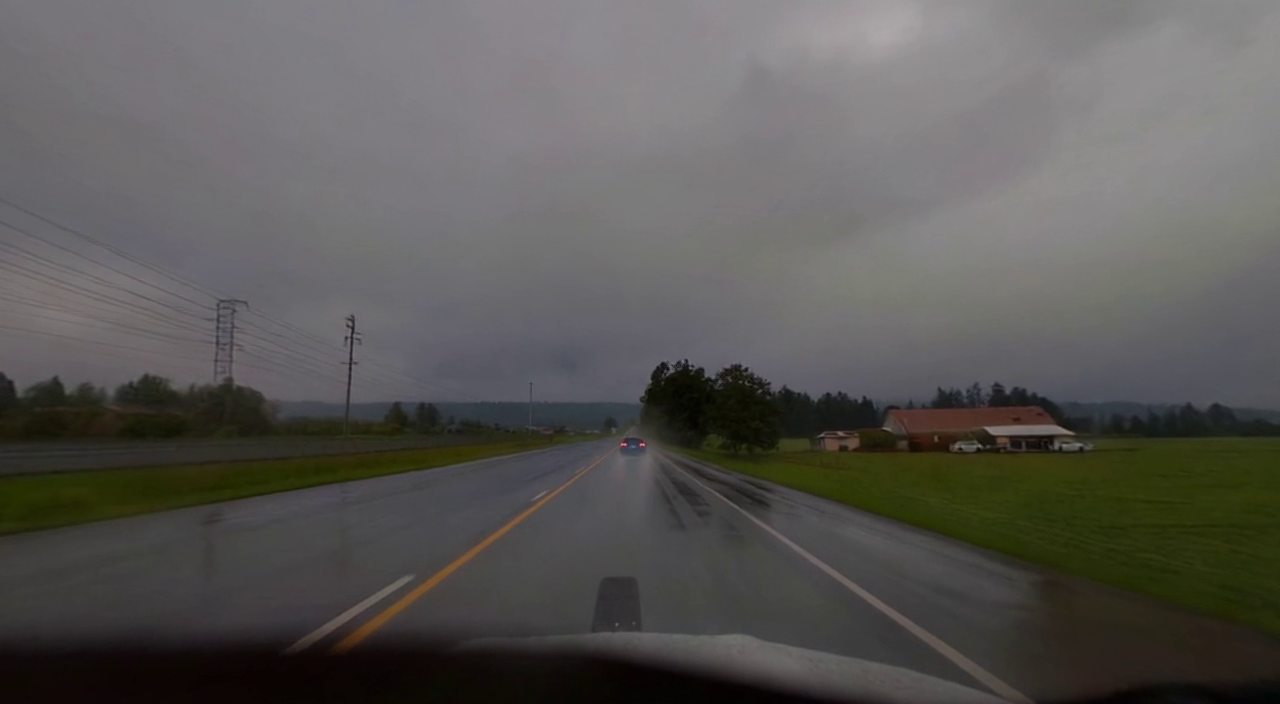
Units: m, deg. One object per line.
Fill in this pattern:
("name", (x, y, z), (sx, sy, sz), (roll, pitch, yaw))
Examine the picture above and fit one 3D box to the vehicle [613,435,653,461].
("vehicle", (-0.433, 5.578, 36.803), (2.241, 1.471, 3.829), (0, -8, -2))
